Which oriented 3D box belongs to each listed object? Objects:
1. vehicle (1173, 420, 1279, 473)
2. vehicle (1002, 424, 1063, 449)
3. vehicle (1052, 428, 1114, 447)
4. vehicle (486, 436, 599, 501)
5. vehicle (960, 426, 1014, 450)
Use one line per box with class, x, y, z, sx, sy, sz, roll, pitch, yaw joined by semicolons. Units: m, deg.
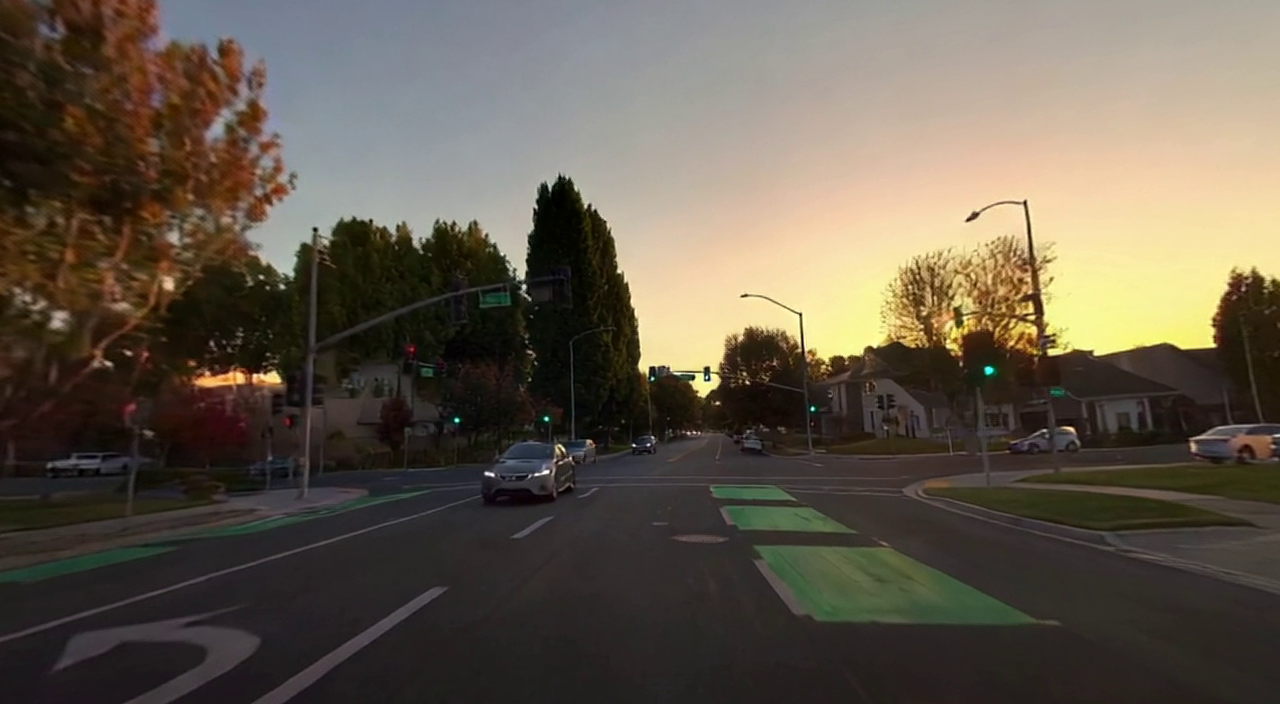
vehicle;18.893;2.770;18.740;1.937;1.474;5.114;-3;-8;6
vehicle;29.892;6.512;48.097;2.033;1.821;4.542;-1;-8;5
vehicle;33.726;6.557;48.026;1.837;1.396;4.695;-1;-9;8
vehicle;-2.412;3.057;16.949;1.904;1.489;4.746;-1;-9;5
vehicle;26.768;6.691;48.702;1.964;1.759;4.583;-1;-9;7
